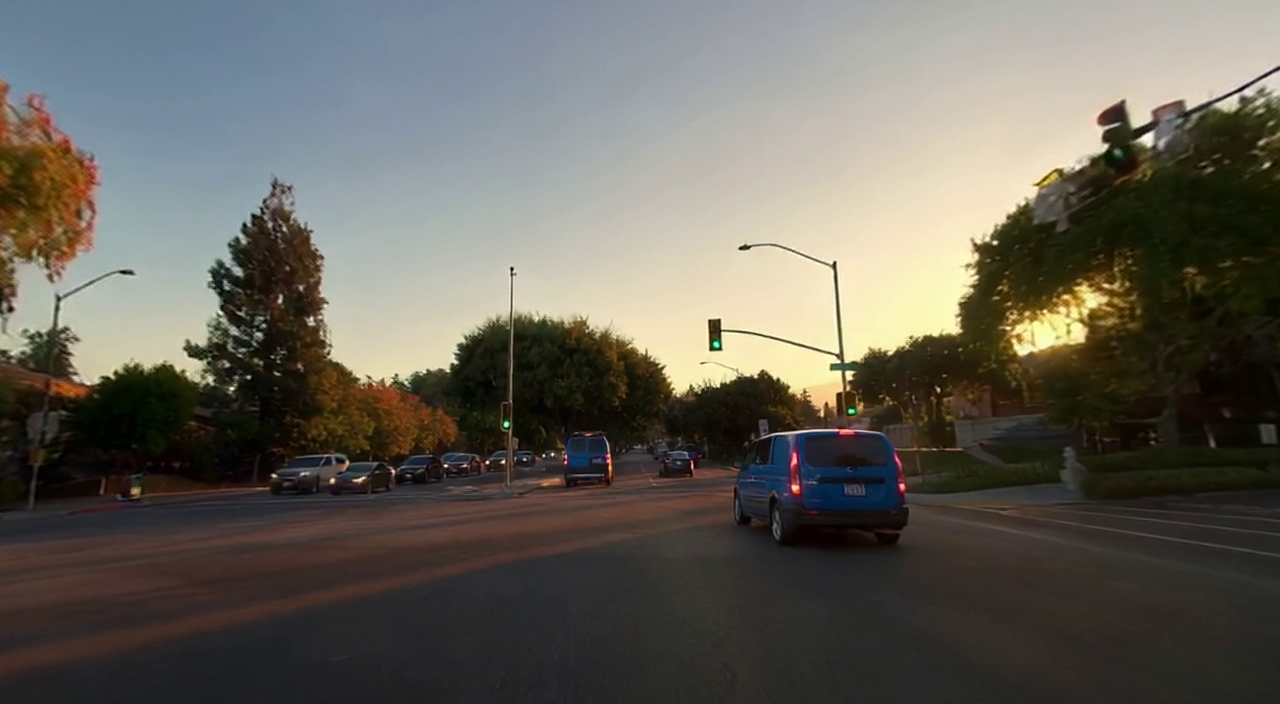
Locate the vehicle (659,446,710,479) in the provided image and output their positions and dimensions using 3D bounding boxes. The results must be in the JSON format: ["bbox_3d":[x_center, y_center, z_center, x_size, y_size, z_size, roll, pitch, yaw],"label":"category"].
[{"bbox_3d":[2.332,5.935,34.268,2.248,1.692,4.252,0,-9,-3],"label":"vehicle"}]

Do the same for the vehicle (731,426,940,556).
[{"bbox_3d":[2.868,2.135,10.416,1.965,1.671,4.146,0,-9,-2],"label":"vehicle"}]

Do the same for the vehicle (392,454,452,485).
[{"bbox_3d":[-12.310,6.621,35.929,1.956,1.625,4.123,0,-9,-1],"label":"vehicle"}]

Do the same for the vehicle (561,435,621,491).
[{"bbox_3d":[-1.951,4.483,25.900,2.228,2.054,4.309,0,-9,-3],"label":"vehicle"}]

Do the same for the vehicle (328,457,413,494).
[{"bbox_3d":[-12.206,5.598,28.986,2.128,1.496,4.432,0,-9,-3],"label":"vehicle"}]

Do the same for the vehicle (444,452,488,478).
[{"bbox_3d":[-12.232,7.963,44.707,1.988,1.689,4.047,0,-9,0],"label":"vehicle"}]

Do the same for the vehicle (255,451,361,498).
[{"bbox_3d":[-16.018,5.879,30.924,2.299,2.015,5.743,0,-9,-3],"label":"vehicle"}]
